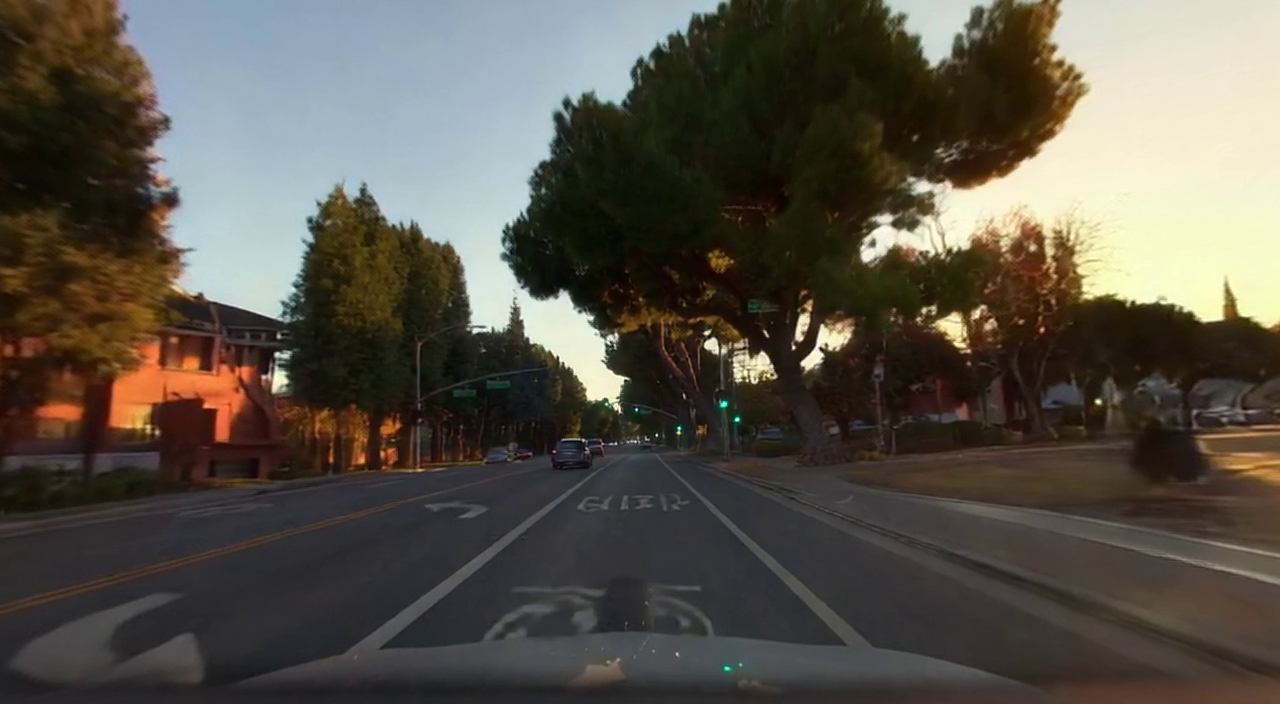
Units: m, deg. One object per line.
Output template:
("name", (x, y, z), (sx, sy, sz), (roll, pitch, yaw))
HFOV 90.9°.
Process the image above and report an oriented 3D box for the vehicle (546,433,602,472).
("vehicle", (-3.046, 4.808, 30.239), (2.084, 1.701, 4.734), (0, -8, 1))
